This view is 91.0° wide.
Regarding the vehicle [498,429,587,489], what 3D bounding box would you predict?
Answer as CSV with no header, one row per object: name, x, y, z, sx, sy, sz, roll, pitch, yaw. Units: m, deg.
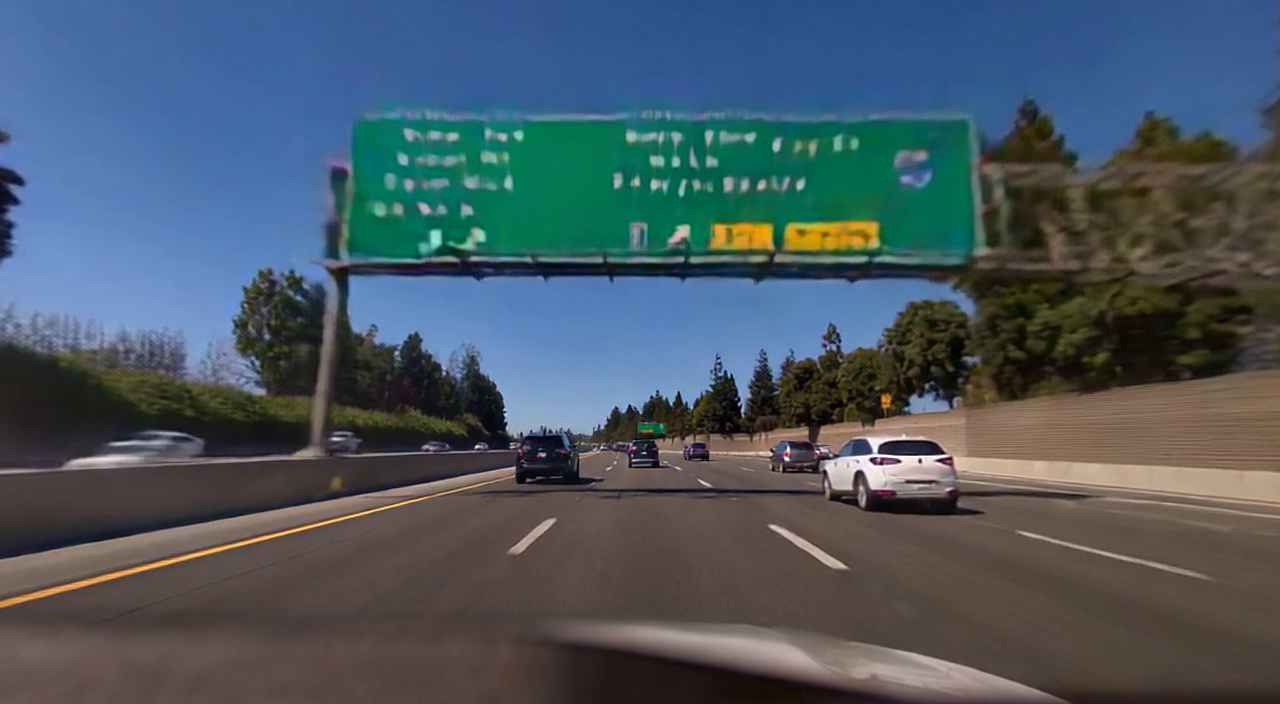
vehicle,-3.169,3.621,21.561,2.199,1.777,4.790,0,-9,1

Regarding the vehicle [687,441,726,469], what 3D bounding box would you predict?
vehicle,4.237,6.676,41.050,2.022,1.682,4.226,0,-9,-1

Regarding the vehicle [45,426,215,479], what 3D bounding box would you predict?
vehicle,-18.285,3.649,22.985,2.019,1.714,4.907,0,-9,1

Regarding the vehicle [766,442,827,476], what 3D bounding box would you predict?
vehicle,7.766,5.334,31.621,1.989,1.569,3.964,1,-9,-1

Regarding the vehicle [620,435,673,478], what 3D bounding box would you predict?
vehicle,0.271,4.576,27.728,2.181,1.728,3.970,0,-9,0

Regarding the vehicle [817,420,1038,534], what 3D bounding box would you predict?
vehicle,4.975,2.233,11.850,2.041,1.669,4.712,0,-9,2
